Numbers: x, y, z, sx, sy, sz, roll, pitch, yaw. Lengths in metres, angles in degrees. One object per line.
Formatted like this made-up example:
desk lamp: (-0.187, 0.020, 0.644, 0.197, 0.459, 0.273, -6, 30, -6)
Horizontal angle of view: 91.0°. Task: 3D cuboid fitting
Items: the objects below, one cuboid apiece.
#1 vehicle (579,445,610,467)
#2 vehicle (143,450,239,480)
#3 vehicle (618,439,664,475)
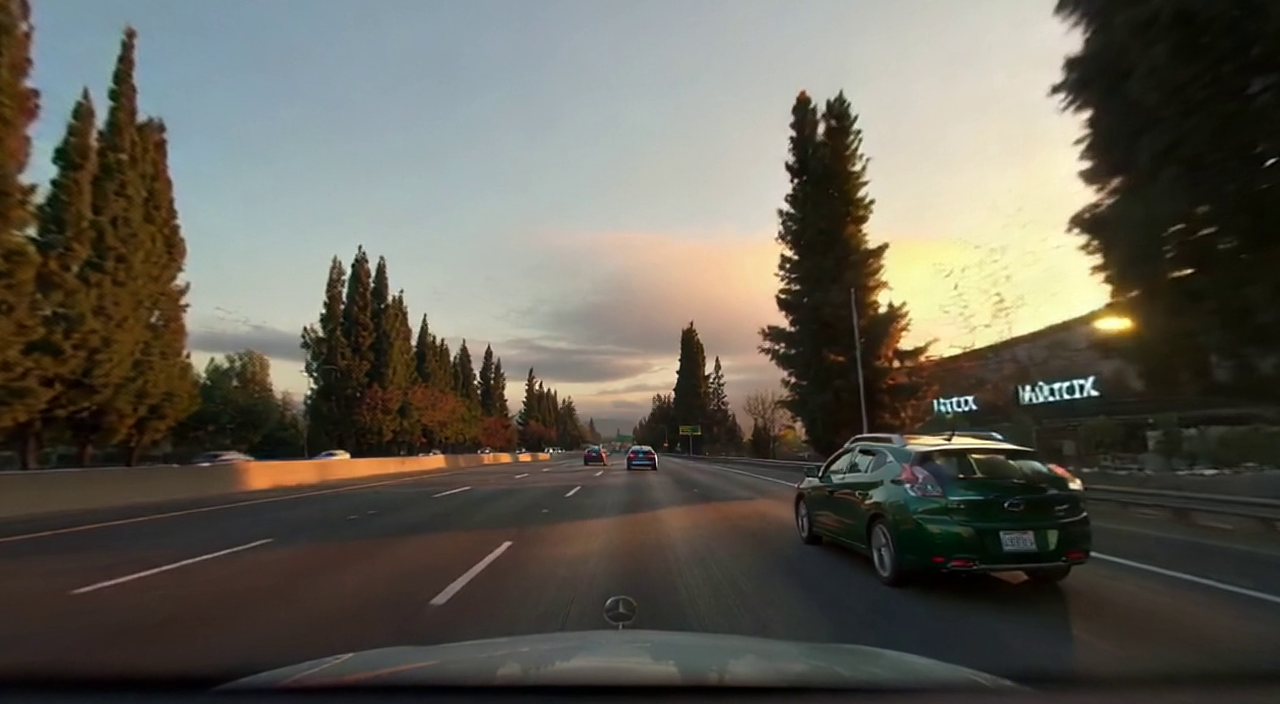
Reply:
vehicle: (-3.479, 8.055, 48.966, 2.049, 1.659, 4.183, 0, -8, 0)
vehicle: (-26.095, 6.554, 36.820, 2.025, 1.514, 4.779, 0, -8, 0)
vehicle: (0.017, 5.649, 34.298, 2.302, 1.810, 4.707, 0, -8, -1)
